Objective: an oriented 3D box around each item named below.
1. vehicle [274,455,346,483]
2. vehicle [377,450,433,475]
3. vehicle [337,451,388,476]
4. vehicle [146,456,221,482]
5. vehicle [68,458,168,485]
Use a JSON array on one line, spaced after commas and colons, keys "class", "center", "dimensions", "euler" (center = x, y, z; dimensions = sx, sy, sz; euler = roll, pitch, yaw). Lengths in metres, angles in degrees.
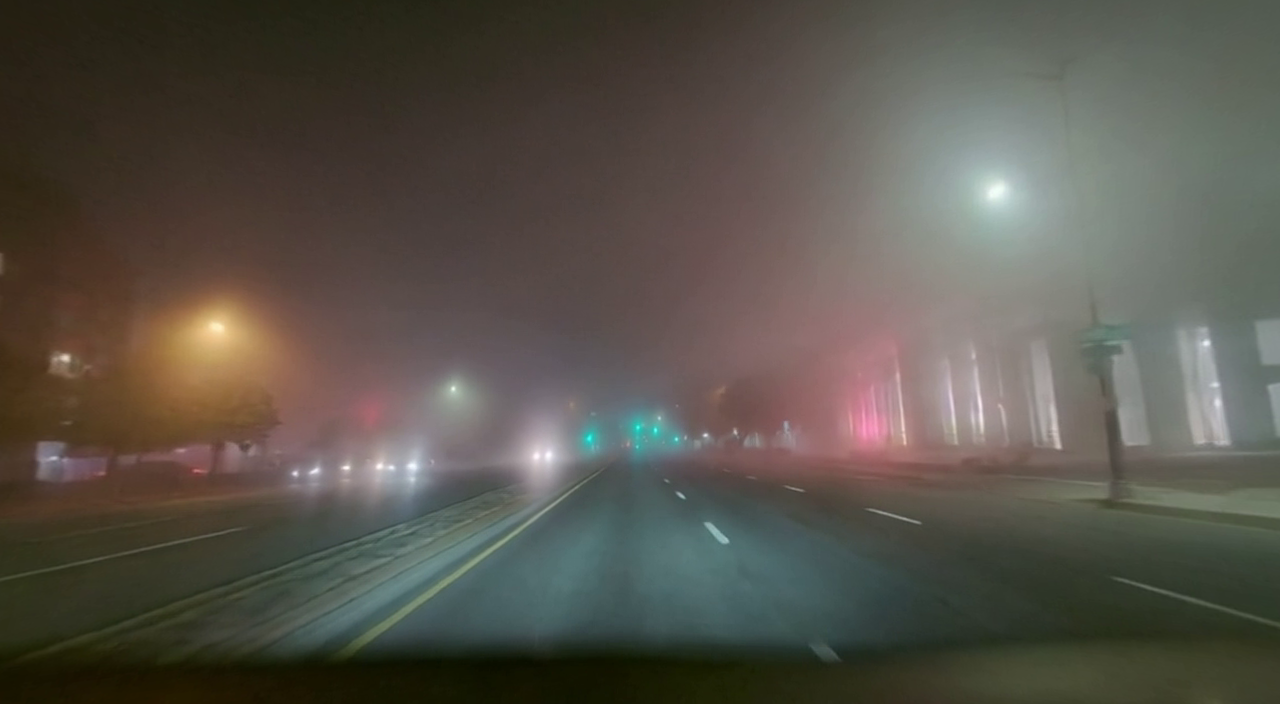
[{"class": "vehicle", "center": [-19.820, 7.037, 38.177], "dimensions": [1.856, 1.479, 4.554], "euler": [-1, -8, 1]}, {"class": "vehicle", "center": [-15.744, 7.394, 42.604], "dimensions": [1.963, 1.500, 4.700], "euler": [-1, -8, 1]}, {"class": "vehicle", "center": [-19.925, 8.013, 45.538], "dimensions": [1.815, 1.629, 4.123], "euler": [0, -8, -1]}, {"class": "vehicle", "center": [-29.860, 7.644, 41.370], "dimensions": [3.637, 1.430, 1.636], "euler": [-2, -8, -1]}, {"class": "vehicle", "center": [-30.265, 6.910, 36.692], "dimensions": [4.126, 1.455, 1.791], "euler": [0, -9, -2]}]
